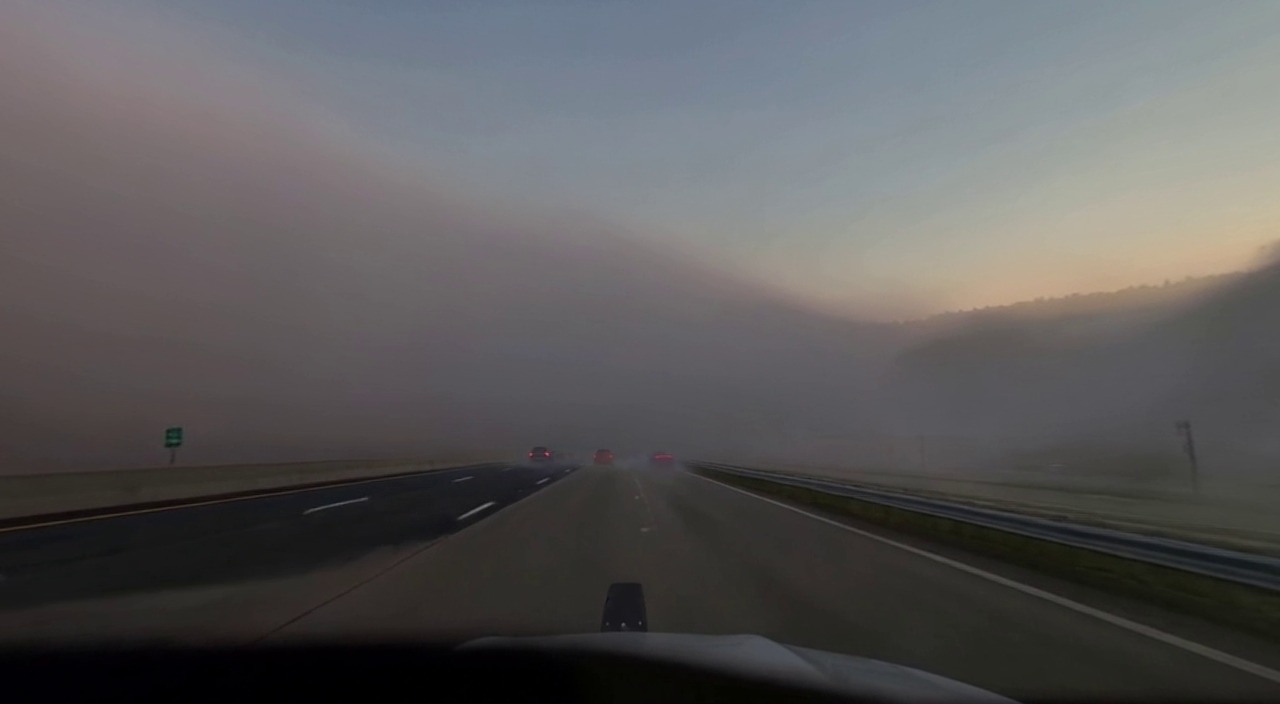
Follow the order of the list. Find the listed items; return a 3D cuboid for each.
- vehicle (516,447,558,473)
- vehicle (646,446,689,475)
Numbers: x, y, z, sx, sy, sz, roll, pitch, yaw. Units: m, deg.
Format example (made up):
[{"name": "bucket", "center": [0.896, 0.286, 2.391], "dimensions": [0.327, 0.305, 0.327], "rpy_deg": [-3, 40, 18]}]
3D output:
[{"name": "vehicle", "center": [-6.127, 6.461, 37.972], "dimensions": [1.955, 1.468, 3.637], "rpy_deg": [0, -9, -1]}, {"name": "vehicle", "center": [1.466, 6.030, 35.176], "dimensions": [2.019, 1.475, 4.301], "rpy_deg": [0, -9, -2]}]
